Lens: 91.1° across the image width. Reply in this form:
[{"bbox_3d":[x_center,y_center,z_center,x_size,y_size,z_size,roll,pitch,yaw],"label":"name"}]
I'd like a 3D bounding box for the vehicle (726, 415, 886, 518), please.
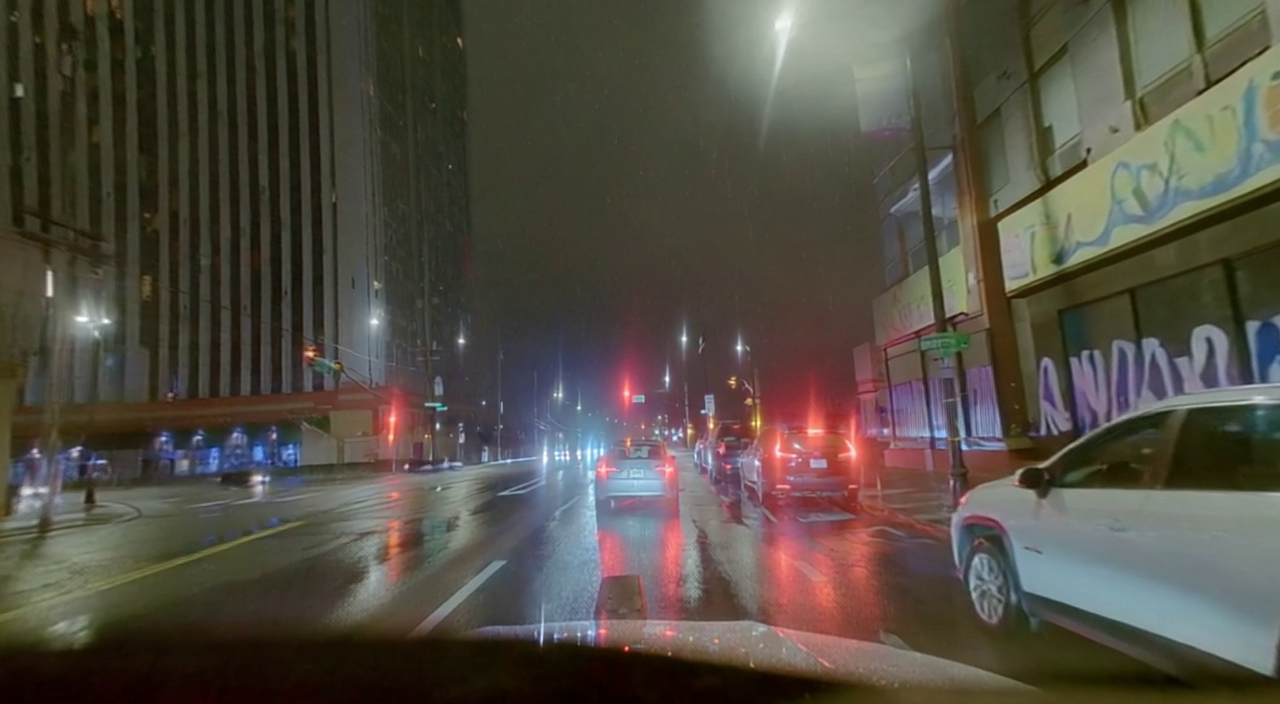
[{"bbox_3d":[3.241,2.356,13.384,2.060,1.783,4.579,0,-9,-1],"label":"vehicle"}]

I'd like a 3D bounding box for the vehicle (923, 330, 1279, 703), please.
[{"bbox_3d":[3.282,0.872,2.855,1.938,1.714,4.402,0,-8,1],"label":"vehicle"}]

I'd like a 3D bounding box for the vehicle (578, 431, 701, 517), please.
[{"bbox_3d":[0.026,2.491,13.365,2.153,1.505,4.452,0,-8,1],"label":"vehicle"}]

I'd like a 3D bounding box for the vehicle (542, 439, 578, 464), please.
[{"bbox_3d":[-5.793,7.287,46.035,2.059,1.699,4.252,0,-8,1],"label":"vehicle"}]
